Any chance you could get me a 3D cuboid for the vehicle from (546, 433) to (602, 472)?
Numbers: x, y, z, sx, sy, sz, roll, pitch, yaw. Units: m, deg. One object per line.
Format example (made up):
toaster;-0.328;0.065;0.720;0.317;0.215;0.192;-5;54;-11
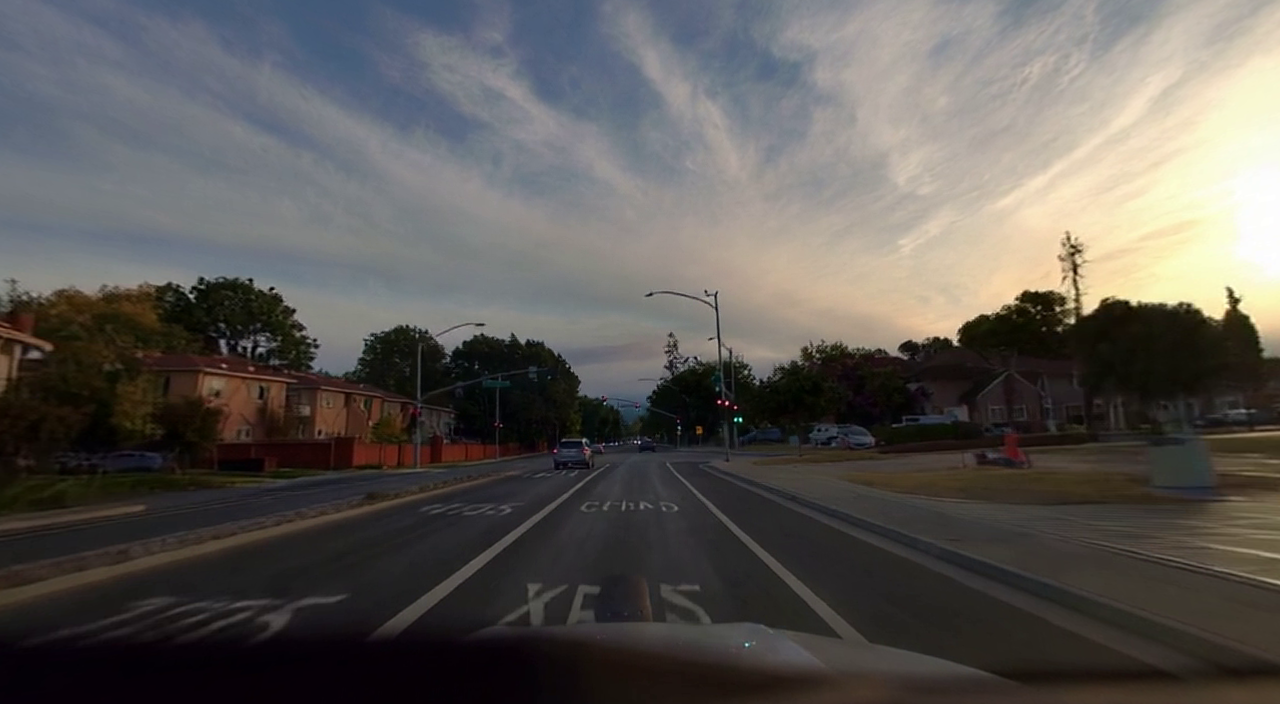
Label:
vehicle;-3.046;4.808;30.239;2.084;1.701;4.734;0;-8;1
